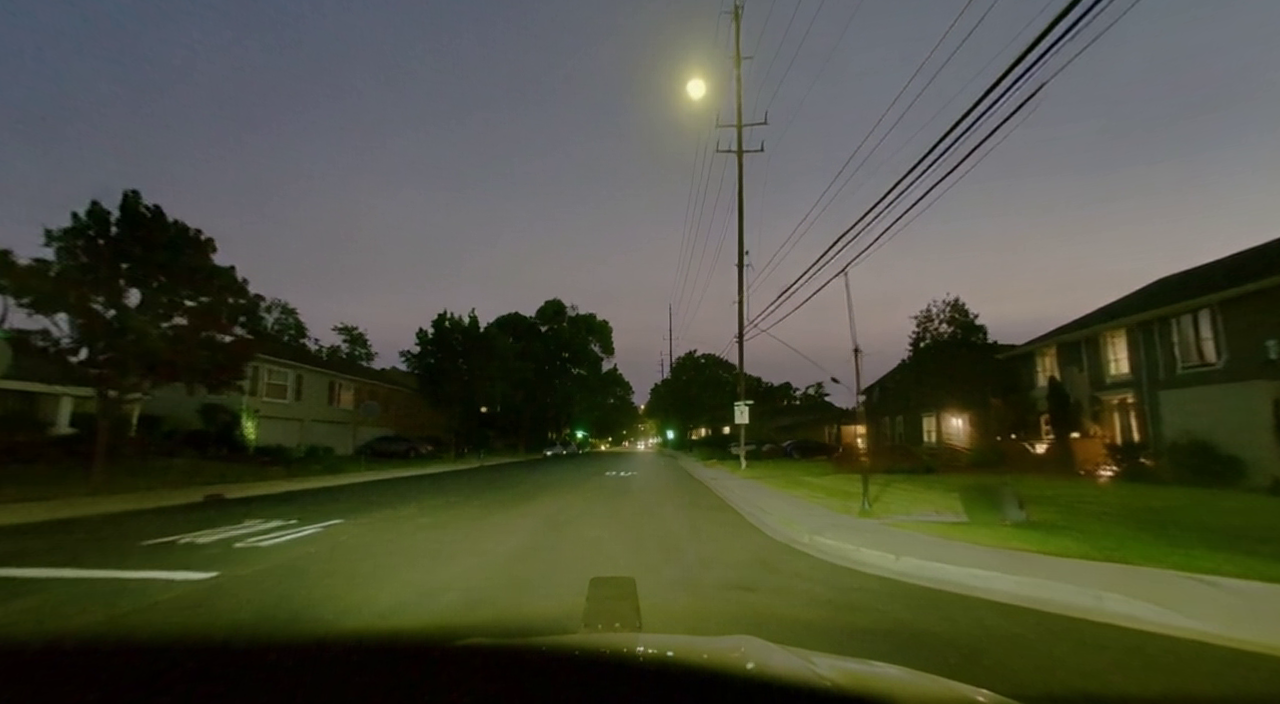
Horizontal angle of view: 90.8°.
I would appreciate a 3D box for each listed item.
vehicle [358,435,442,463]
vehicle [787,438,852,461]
[{"bbox_3d":[-15.198,6.139,40.137,4.500,1.714,1.924,-1,-9,7],"label":"vehicle"},{"bbox_3d":[12.930,7.051,45.726,4.122,1.610,1.888,-1,-7,2],"label":"vehicle"}]
